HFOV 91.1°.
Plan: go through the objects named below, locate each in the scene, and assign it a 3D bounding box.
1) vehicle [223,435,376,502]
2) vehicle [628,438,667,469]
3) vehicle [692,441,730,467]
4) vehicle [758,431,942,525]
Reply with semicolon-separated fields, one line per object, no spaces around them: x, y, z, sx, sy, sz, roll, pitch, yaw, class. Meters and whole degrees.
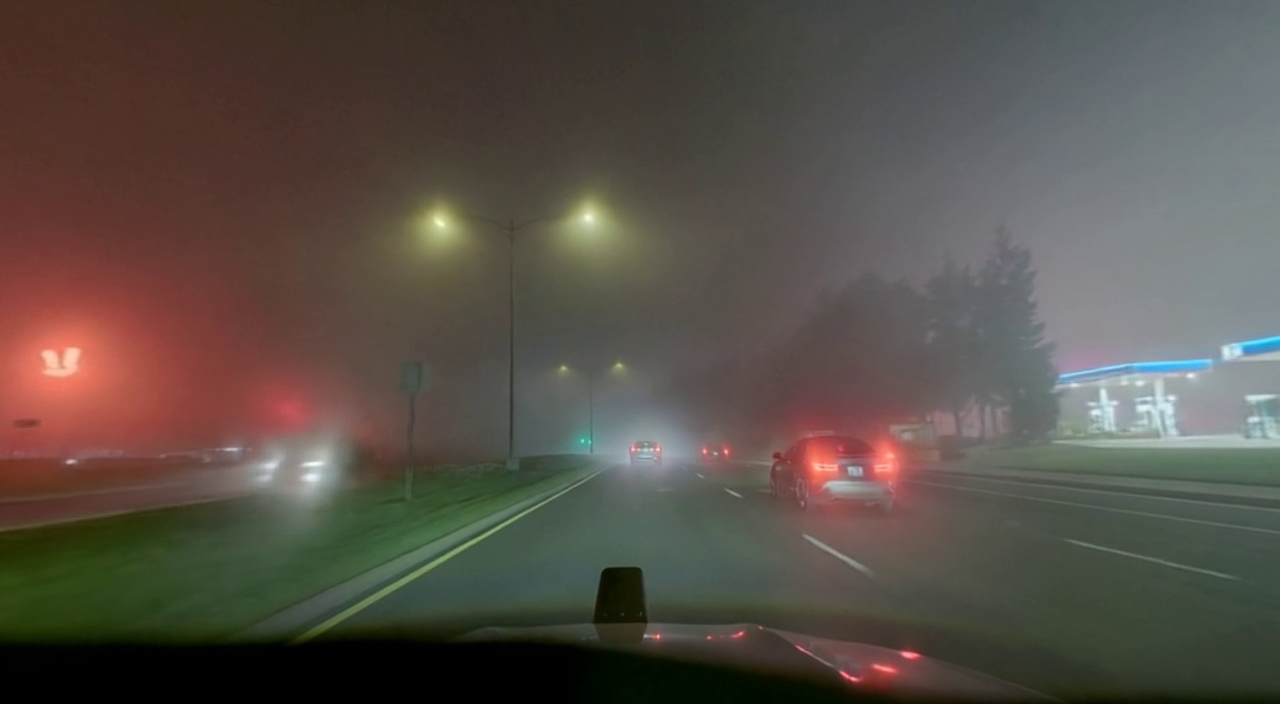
-9.626;3.302;18.235;2.004;1.683;4.290;0;-9;0;vehicle
0.493;5.991;37.143;2.172;1.694;4.055;0;-9;1;vehicle
4.519;6.565;40.566;1.980;1.515;4.362;0;-9;0;vehicle
3.897;2.435;12.739;2.119;1.509;4.756;0;-9;0;vehicle
